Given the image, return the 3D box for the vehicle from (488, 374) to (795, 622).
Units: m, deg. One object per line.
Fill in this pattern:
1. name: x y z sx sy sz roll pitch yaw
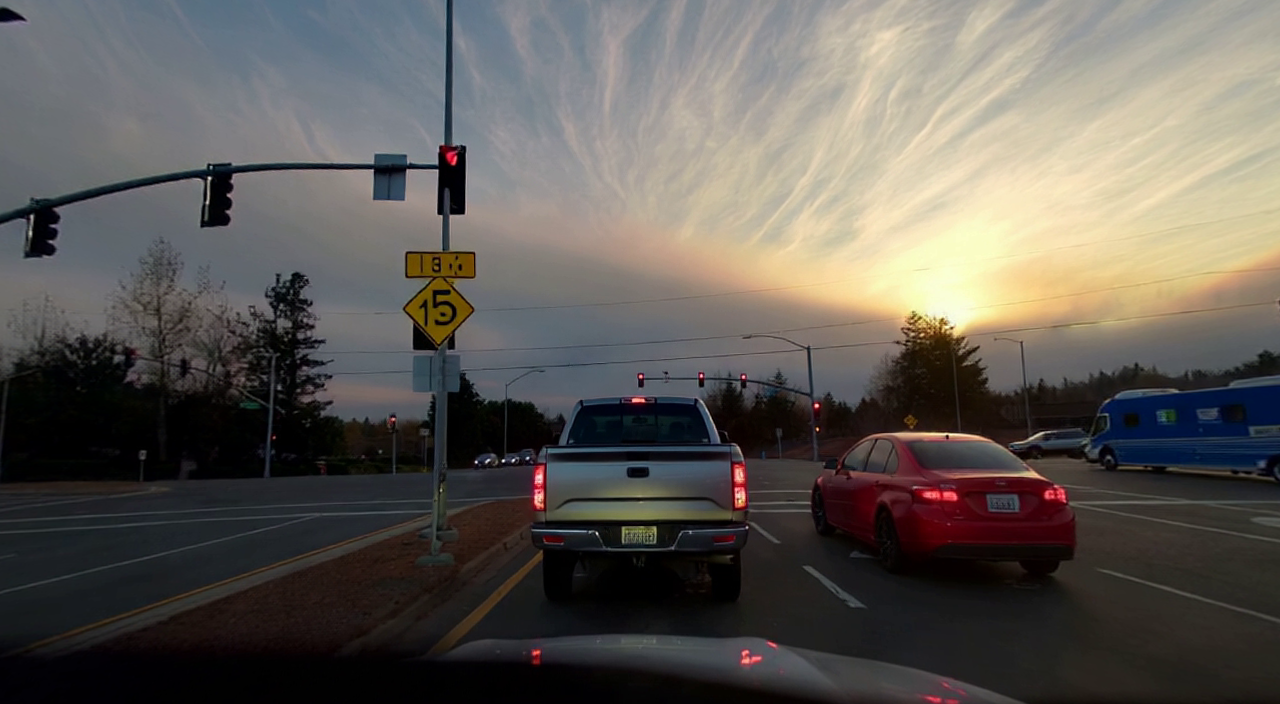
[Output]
1. vehicle: 0.048 1.472 7.361 2.326 1.880 4.964 0 -8 1

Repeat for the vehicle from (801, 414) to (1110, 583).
1. vehicle: 3.576 1.719 8.182 1.981 1.616 4.006 0 -8 1

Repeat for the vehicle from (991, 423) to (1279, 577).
1. vehicle: 6.834 1.743 8.258 1.973 1.470 4.228 0 -8 -1
